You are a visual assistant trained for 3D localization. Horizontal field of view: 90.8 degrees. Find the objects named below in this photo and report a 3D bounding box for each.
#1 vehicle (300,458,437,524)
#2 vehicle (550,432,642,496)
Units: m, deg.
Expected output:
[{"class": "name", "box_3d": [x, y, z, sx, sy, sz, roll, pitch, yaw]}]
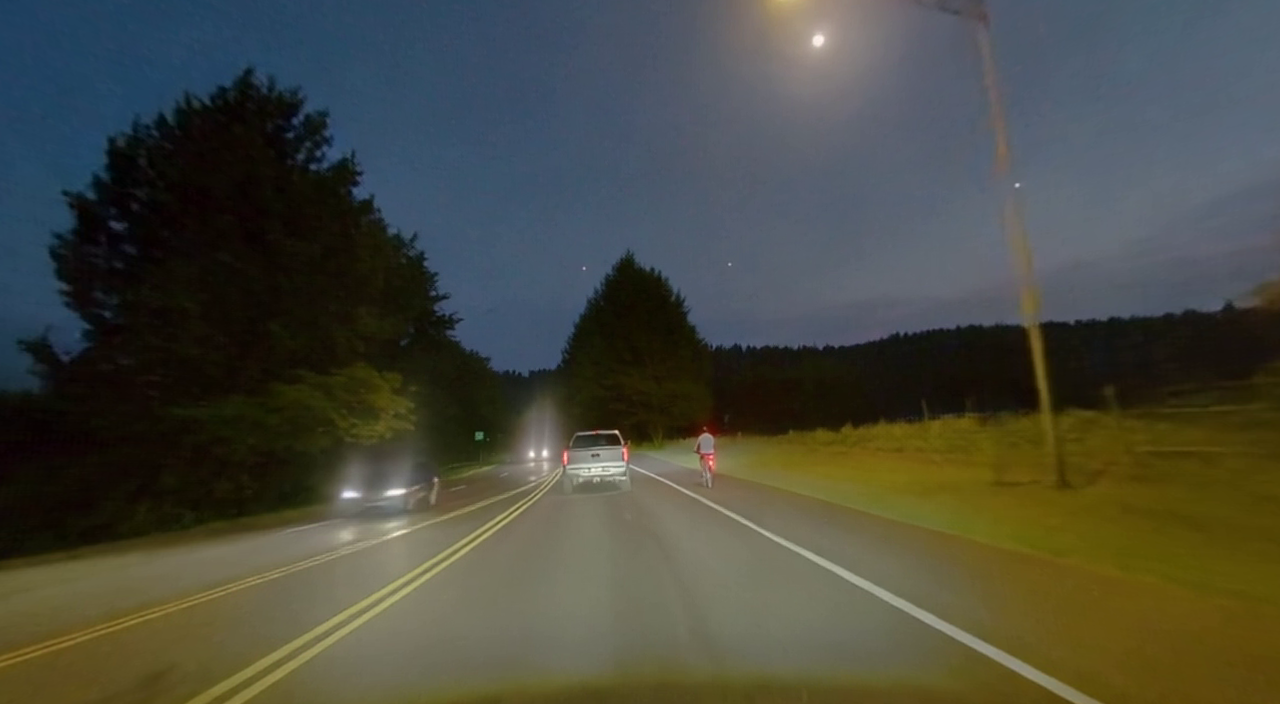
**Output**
[{"class": "vehicle", "box_3d": [-7.249, 3.714, 17.367, 2.045, 1.474, 3.956, -1, -9, -1]}, {"class": "vehicle", "box_3d": [-1.374, 3.614, 20.820, 2.631, 1.798, 5.331, 0, -9, -2]}]
